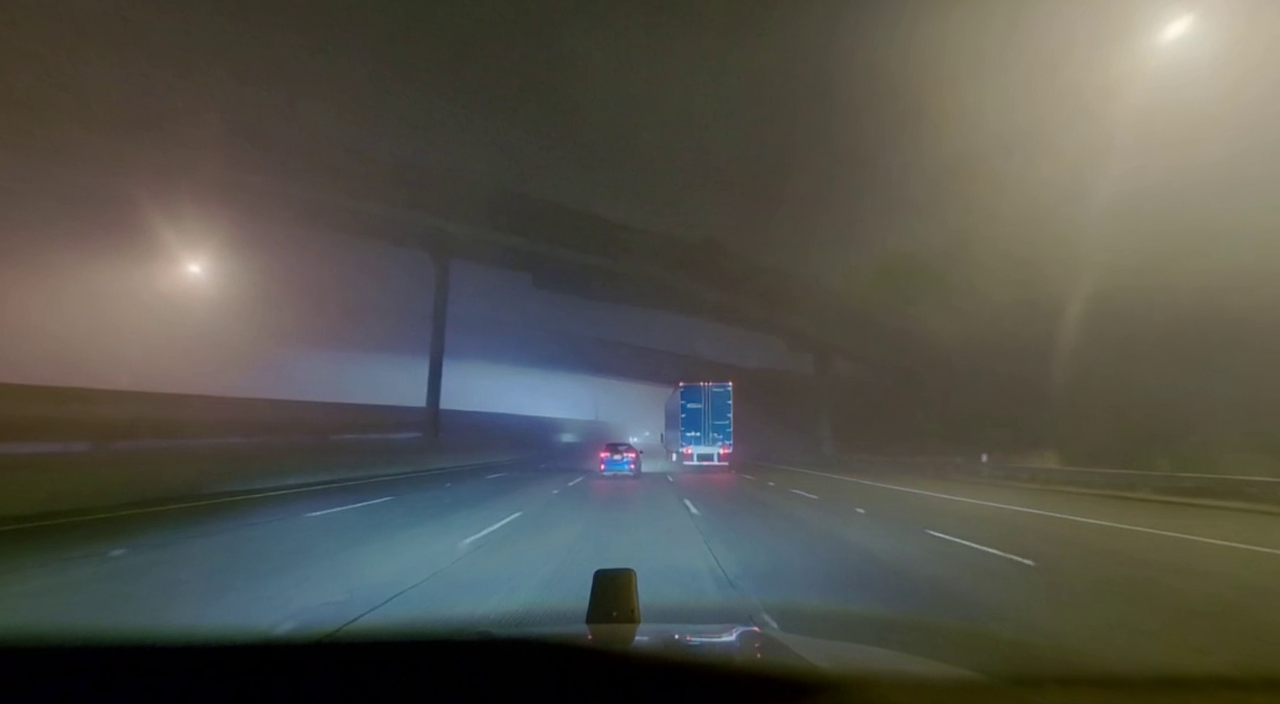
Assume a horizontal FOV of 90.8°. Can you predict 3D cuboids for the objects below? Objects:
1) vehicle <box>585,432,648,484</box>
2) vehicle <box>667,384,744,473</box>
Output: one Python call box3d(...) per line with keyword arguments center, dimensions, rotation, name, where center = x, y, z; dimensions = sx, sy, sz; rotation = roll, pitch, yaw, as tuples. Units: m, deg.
box3d(center=(-0.749, 3.884, 23.306), dimensions=(2.077, 1.716, 4.514), rotation=(0, -9, 1), name="vehicle")
box3d(center=(3.193, 4.222, 33.839), dimensions=(2.964, 4.063, 10.072), rotation=(0, -9, 0), name="vehicle")
